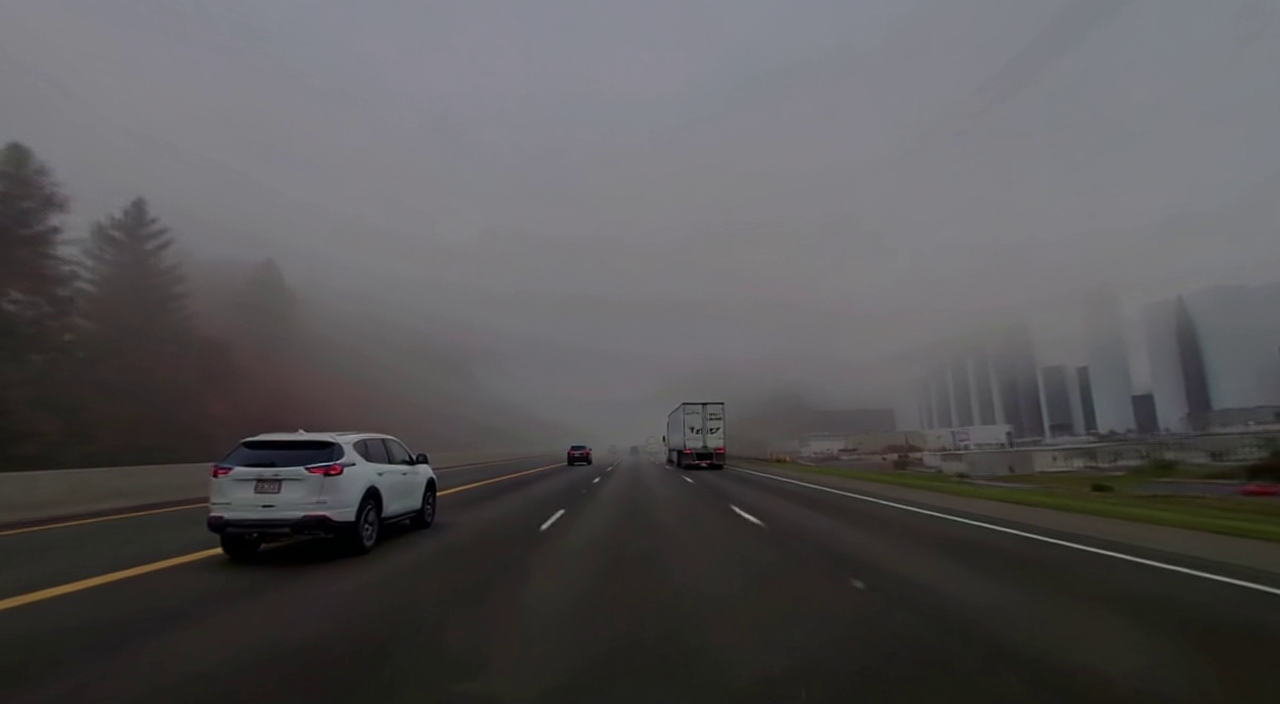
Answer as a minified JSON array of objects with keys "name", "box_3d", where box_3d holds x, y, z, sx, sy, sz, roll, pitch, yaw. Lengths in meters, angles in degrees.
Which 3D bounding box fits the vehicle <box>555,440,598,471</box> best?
[{"name":"vehicle","box_3d":[-3.771,6.288,38.253,2.139,1.716,4.530,0,-9,0]}]

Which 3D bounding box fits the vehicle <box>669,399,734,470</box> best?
[{"name":"vehicle","box_3d":[4.053,6.068,45.179,2.998,4.236,13.886,0,-9,-1]}]

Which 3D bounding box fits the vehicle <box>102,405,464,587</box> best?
[{"name":"vehicle","box_3d":[-4.169,1.773,8.569,2.202,1.760,4.617,0,-9,0]}]
